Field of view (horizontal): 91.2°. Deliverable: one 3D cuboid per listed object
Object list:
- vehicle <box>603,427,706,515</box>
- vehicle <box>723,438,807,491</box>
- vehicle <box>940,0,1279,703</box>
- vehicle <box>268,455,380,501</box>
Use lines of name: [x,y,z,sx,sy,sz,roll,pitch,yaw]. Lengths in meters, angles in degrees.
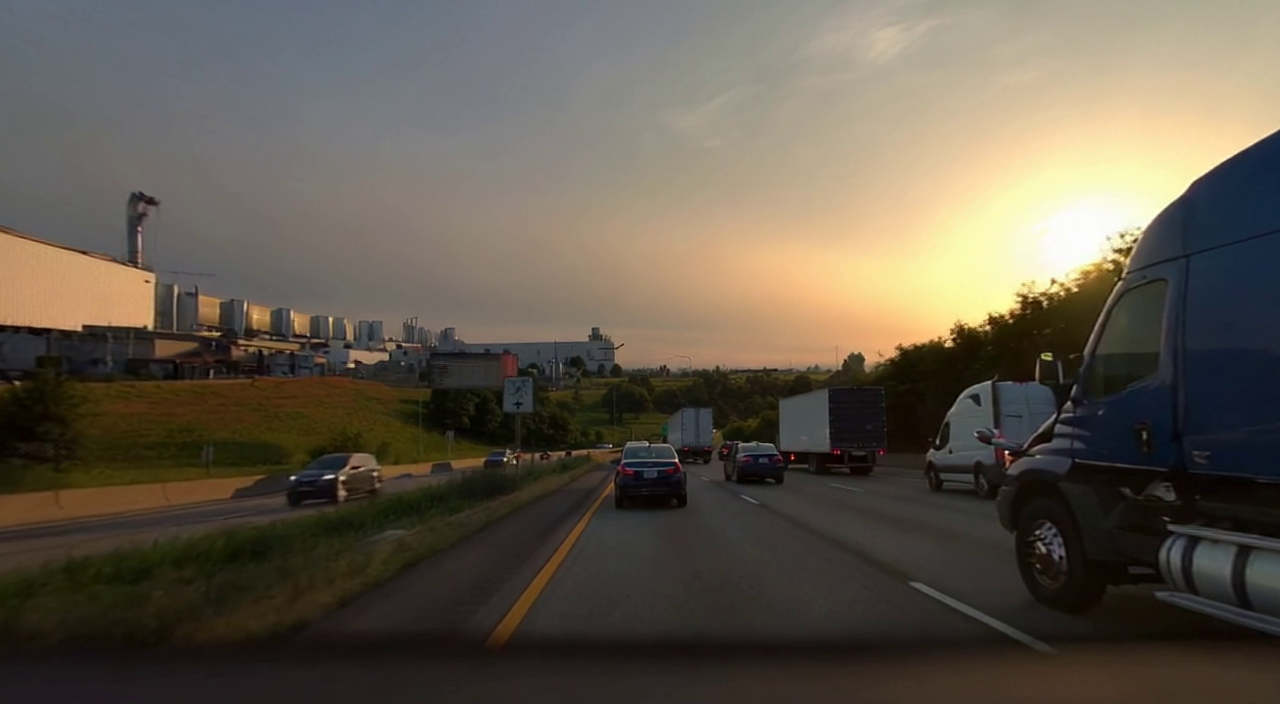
vehicle: [0.285,2.555,13.796,1.965,1.664,3.428,0,-9,0]
vehicle: [3.924,3.598,20.340,1.859,1.512,3.711,0,-9,-2]
vehicle: [4.250,-0.088,2.566,2.987,3.877,5.881,0,-9,0]
vehicle: [-11.931,4.756,24.063,1.921,1.504,4.633,0,-9,0]
